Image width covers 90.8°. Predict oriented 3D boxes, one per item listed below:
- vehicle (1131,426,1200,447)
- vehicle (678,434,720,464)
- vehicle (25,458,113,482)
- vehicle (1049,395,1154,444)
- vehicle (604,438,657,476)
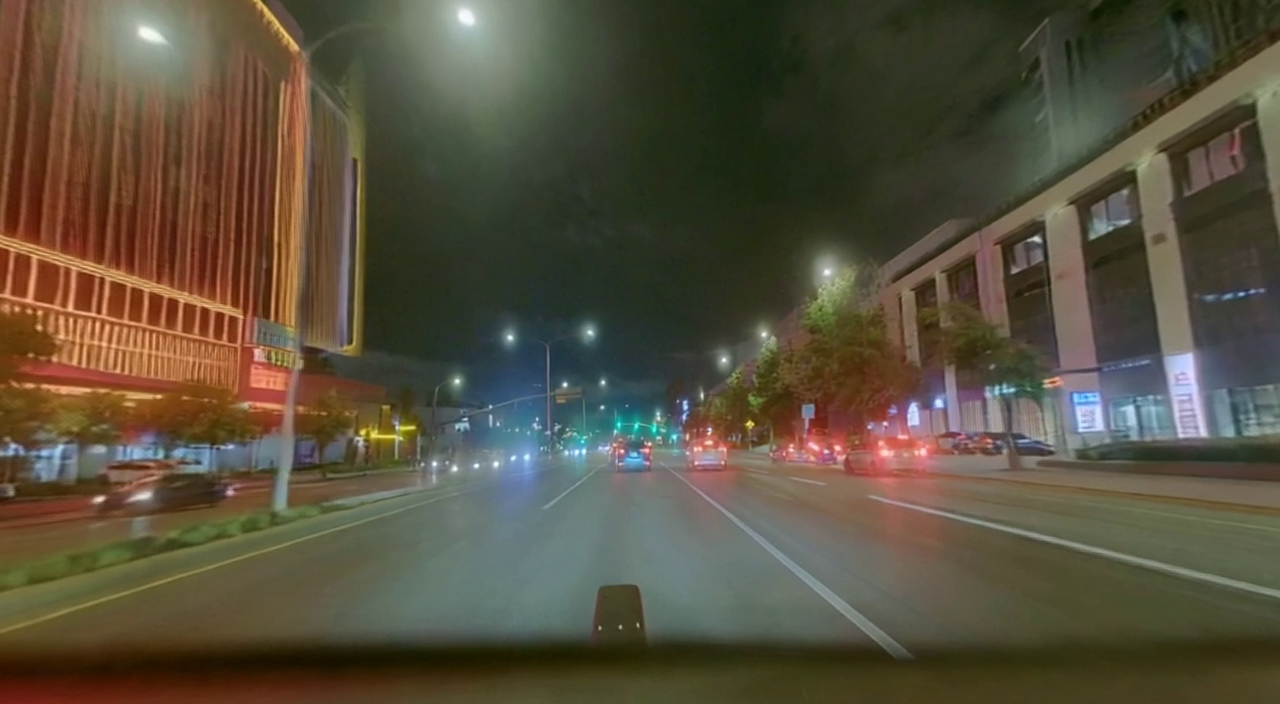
[{"bbox_3d":[38.393,6.203,46.275,1.656,1.427,4.042,-1,-8,1],"label":"vehicle"},{"bbox_3d":[3.507,5.868,38.242,2.100,1.683,4.231,0,-8,-1],"label":"vehicle"},{"bbox_3d":[-43.052,8.922,47.699,4.568,1.660,2.025,0,-8,-2],"label":"vehicle"},{"bbox_3d":[33.178,4.986,45.799,2.744,3.127,6.009,0,-10,-2],"label":"vehicle"},{"bbox_3d":[-0.423,4.497,27.414,2.110,1.476,4.294,0,-8,-1],"label":"vehicle"}]
